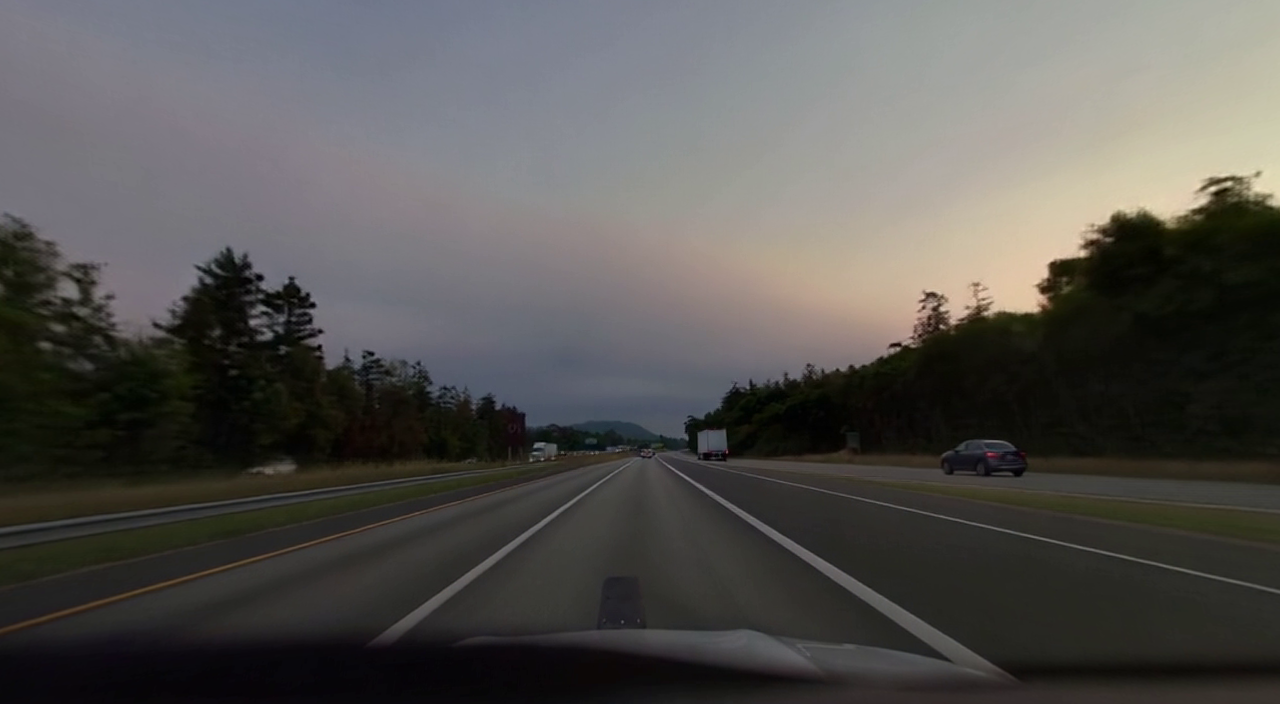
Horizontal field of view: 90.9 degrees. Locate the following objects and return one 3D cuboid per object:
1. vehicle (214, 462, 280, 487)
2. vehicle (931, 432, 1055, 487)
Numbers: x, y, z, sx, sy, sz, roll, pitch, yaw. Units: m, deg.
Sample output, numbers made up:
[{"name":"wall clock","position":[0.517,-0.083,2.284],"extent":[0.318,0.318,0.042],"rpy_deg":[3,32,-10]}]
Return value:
[{"name":"vehicle","position":[-27.516,8.548,44.298],"extent":[1.792,1.578,4.359],"rpy_deg":[0,-9,0]},{"name":"vehicle","position":[12.723,3.895,23.034],"extent":[2.038,1.823,3.744],"rpy_deg":[1,-9,-6]}]
